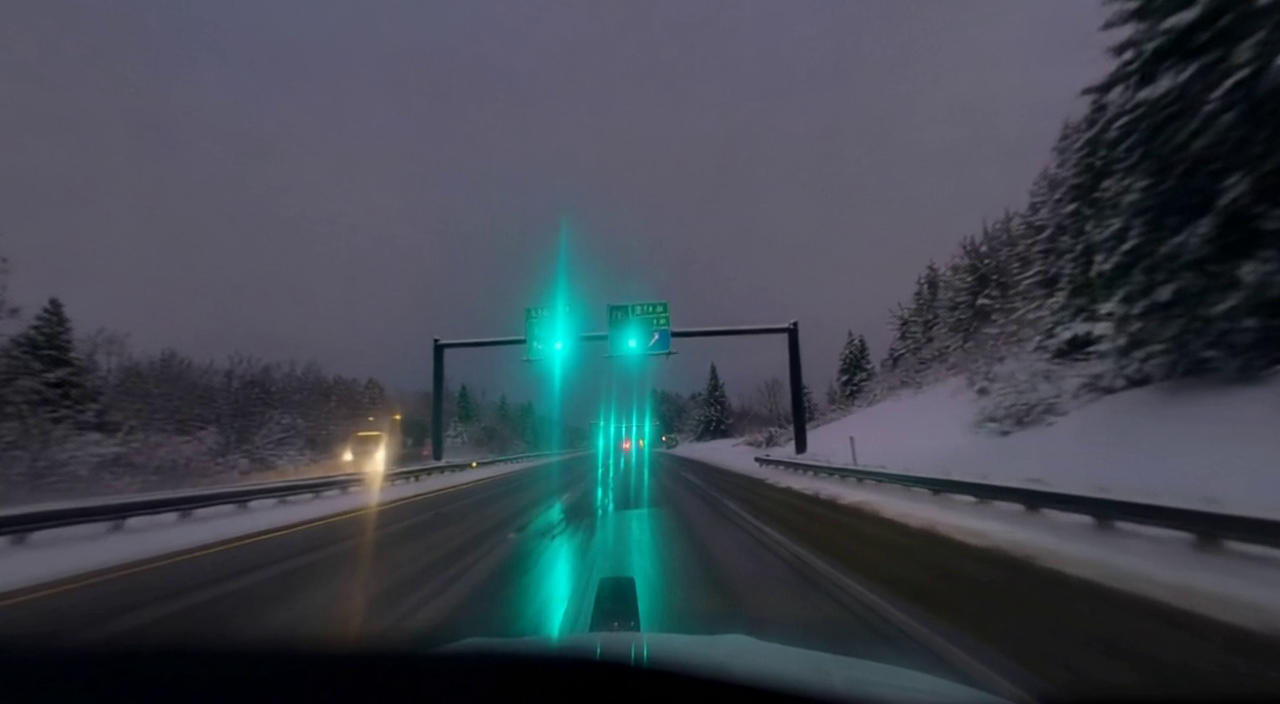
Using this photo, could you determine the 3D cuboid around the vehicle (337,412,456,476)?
[{"bbox_3d":[-17.319,6.751,46.452,3.238,3.929,13.277,-1,-8,1],"label":"vehicle"}]
